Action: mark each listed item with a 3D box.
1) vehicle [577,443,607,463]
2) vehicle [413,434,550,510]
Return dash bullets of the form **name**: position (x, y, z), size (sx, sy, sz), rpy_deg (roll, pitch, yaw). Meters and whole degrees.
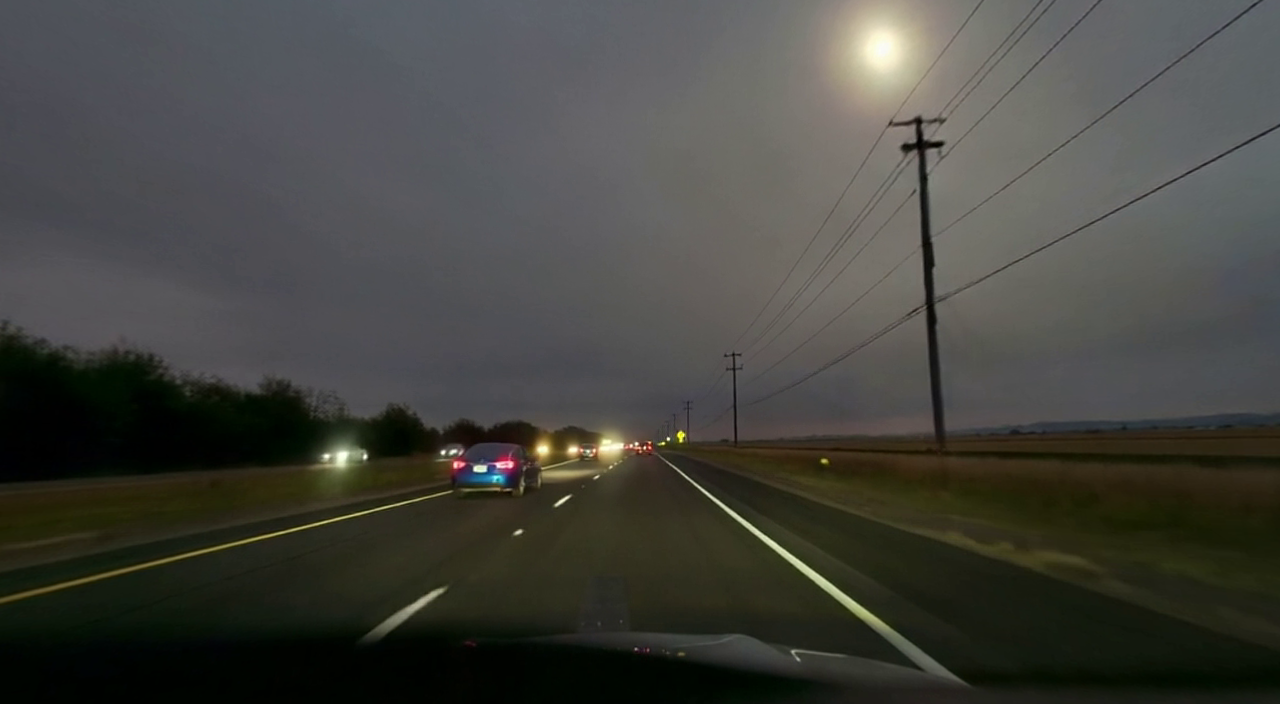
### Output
- **vehicle**: position (-3.706, 7.916, 49.540), size (1.953, 1.517, 4.407), rpy_deg (0, -9, 0)
- **vehicle**: position (-3.729, 2.932, 15.872), size (2.120, 1.597, 4.810), rpy_deg (0, -9, 1)
